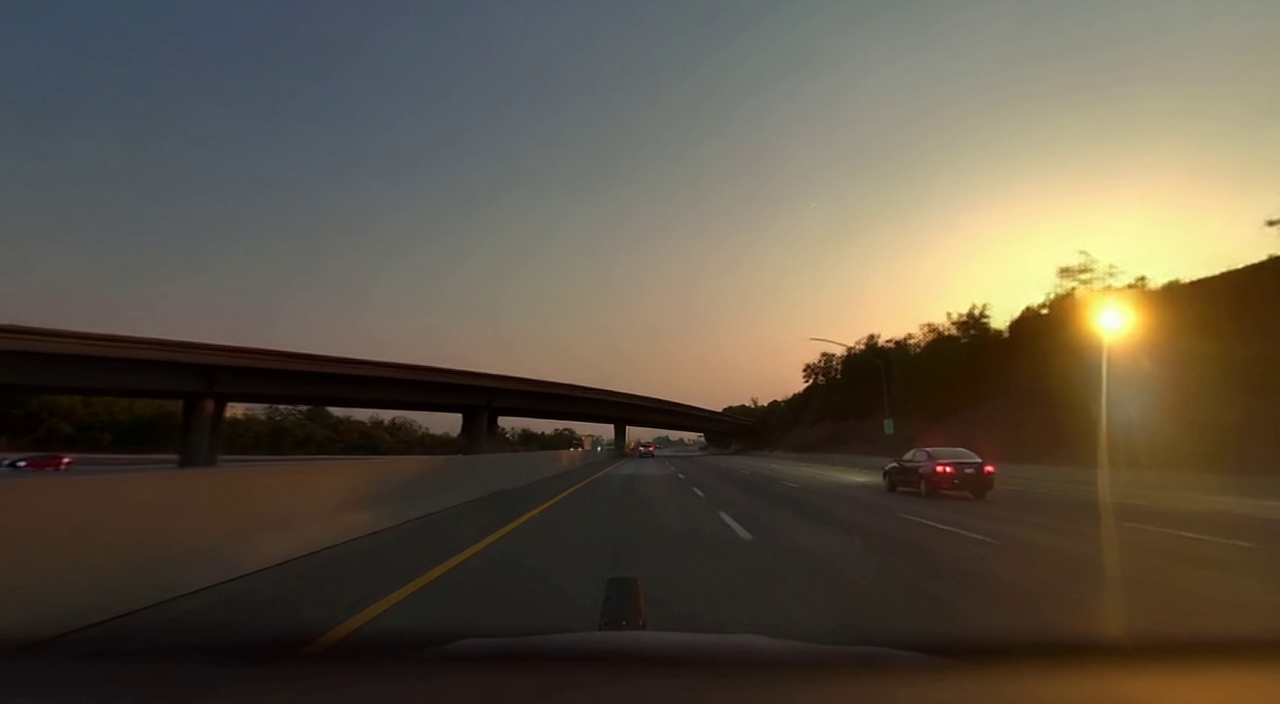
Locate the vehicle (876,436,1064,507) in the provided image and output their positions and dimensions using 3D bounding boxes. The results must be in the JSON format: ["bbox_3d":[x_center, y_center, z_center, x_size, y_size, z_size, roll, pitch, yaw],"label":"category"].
[{"bbox_3d":[8.053,2.938,16.089,2.093,1.525,4.865,0,-8,-1],"label":"vehicle"}]
